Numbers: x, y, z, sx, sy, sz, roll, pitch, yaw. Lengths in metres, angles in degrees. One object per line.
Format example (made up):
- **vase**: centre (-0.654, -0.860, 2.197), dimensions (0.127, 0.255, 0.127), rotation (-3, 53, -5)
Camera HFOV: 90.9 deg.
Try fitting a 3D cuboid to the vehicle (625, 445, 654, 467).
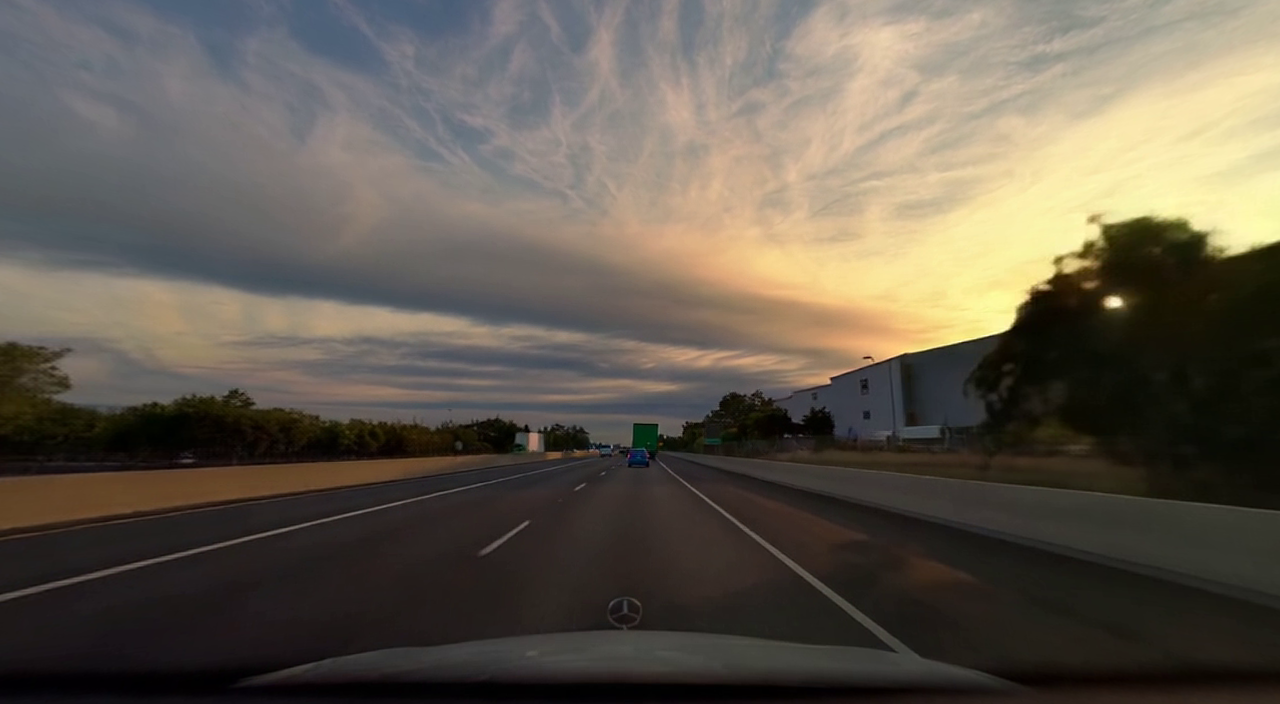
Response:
- **vehicle**: centre (-0.034, 7.864, 47.703), dimensions (2.094, 1.559, 3.945), rotation (0, -9, 0)
